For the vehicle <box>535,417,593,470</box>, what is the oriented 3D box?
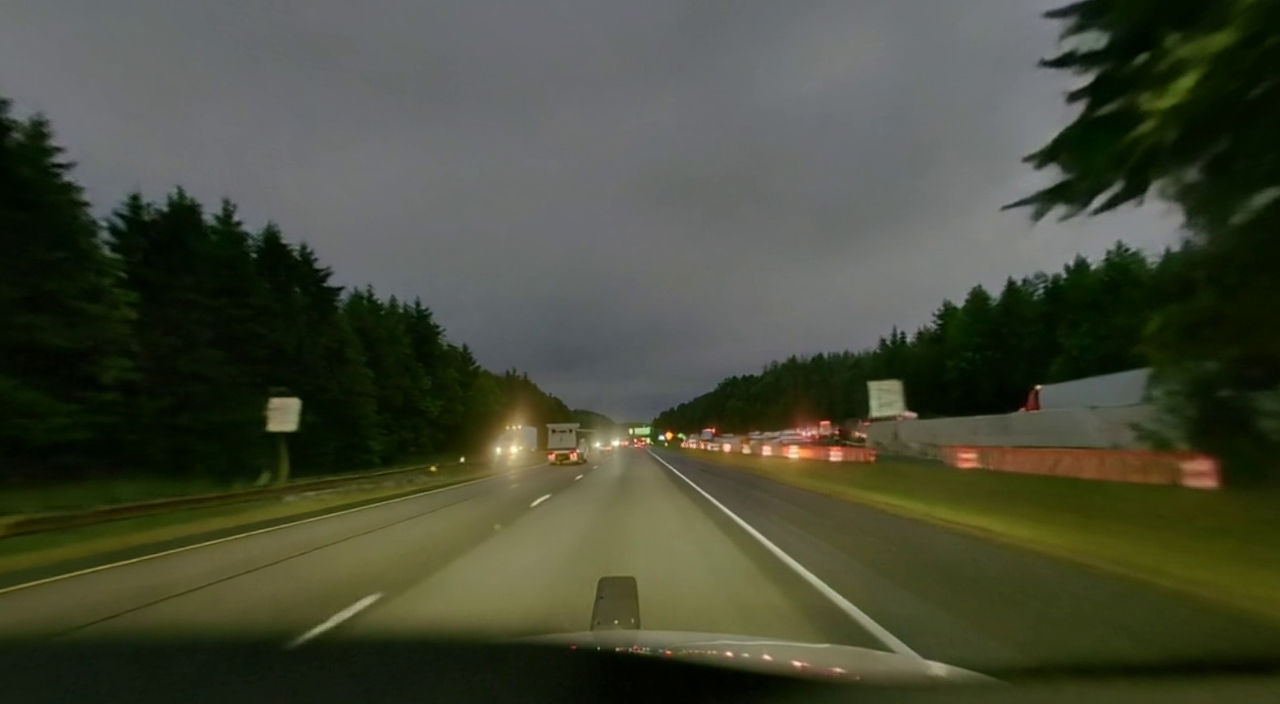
[{"bbox_3d":[-4.006,4.967,34.317,2.484,2.625,5.907,0,-8,-1],"label":"vehicle"}]
